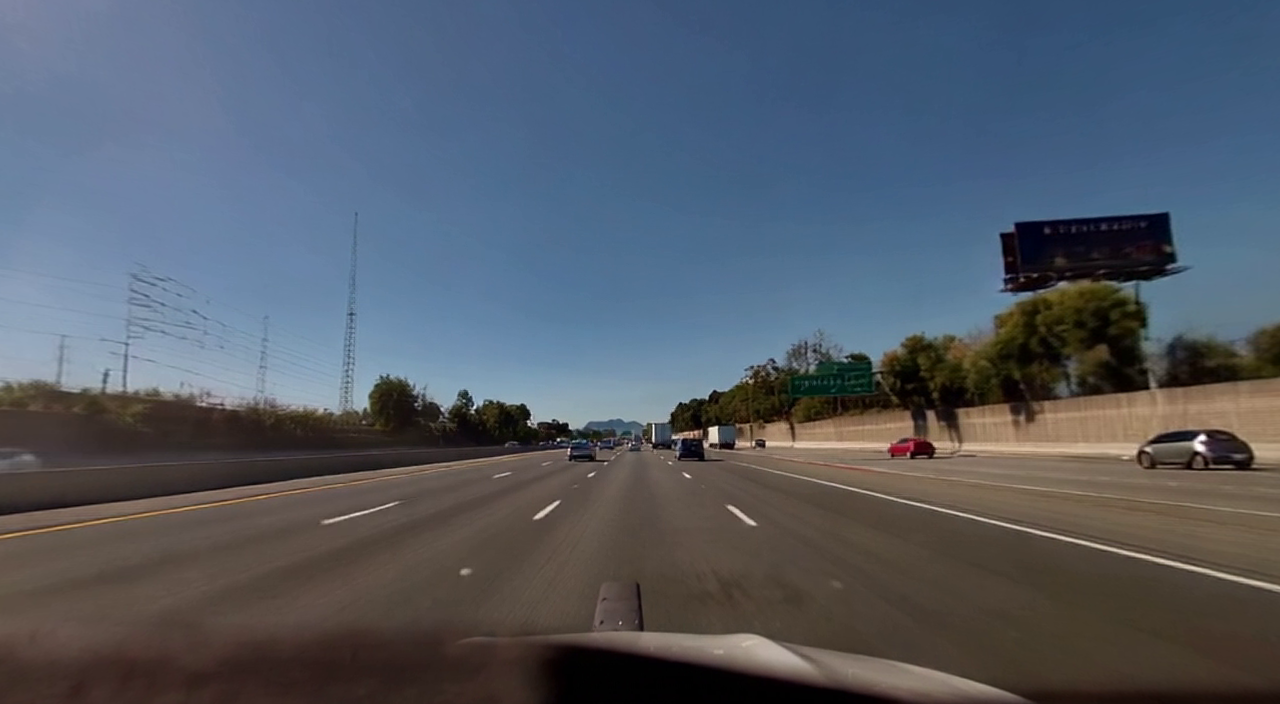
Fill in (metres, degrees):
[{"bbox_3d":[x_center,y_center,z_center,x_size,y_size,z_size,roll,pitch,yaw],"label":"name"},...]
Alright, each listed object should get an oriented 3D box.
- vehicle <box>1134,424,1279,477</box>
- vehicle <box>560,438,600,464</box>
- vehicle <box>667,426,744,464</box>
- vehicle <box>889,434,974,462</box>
[{"bbox_3d":[23.128,3.901,24.970,2.139,1.881,5.005,3,-9,-20],"label":"vehicle"},{"bbox_3d":[-3.663,6.100,39.004,2.066,1.500,4.415,0,-8,0],"label":"vehicle"},{"bbox_3d":[3.823,6.051,40.857,3.042,2.004,14.051,0,-8,-2],"label":"vehicle"},{"bbox_3d":[20.735,6.876,45.093,2.261,1.824,5.678,2,-9,-17],"label":"vehicle"}]
